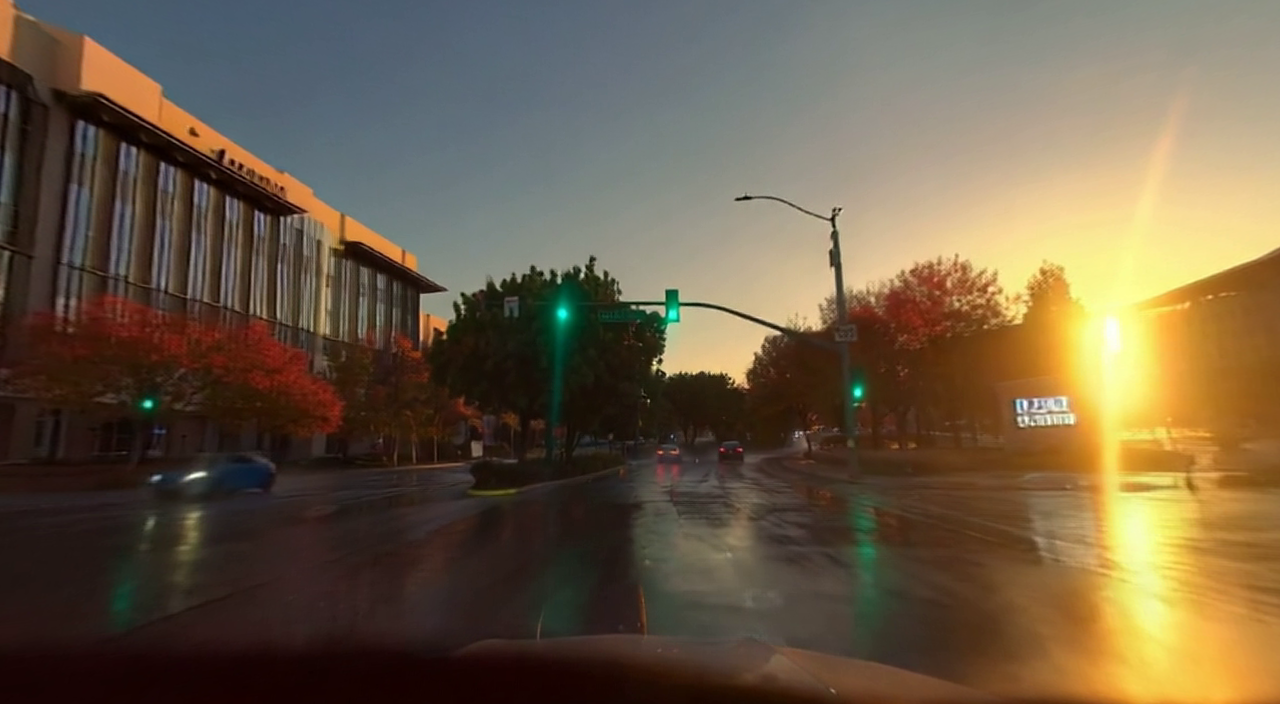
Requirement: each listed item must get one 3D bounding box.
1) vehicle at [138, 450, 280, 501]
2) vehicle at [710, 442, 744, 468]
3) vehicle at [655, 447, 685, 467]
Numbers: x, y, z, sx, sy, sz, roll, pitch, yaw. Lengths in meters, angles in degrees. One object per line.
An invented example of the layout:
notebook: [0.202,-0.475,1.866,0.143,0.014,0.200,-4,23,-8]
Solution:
vehicle: [-14.993,4.278,22.250,1.904,1.582,4.111,0,-9,3]
vehicle: [6.245,7.416,45.566,2.174,1.749,4.739,0,-9,5]
vehicle: [2.412,8.176,49.246,2.014,1.525,4.197,-1,-9,7]
